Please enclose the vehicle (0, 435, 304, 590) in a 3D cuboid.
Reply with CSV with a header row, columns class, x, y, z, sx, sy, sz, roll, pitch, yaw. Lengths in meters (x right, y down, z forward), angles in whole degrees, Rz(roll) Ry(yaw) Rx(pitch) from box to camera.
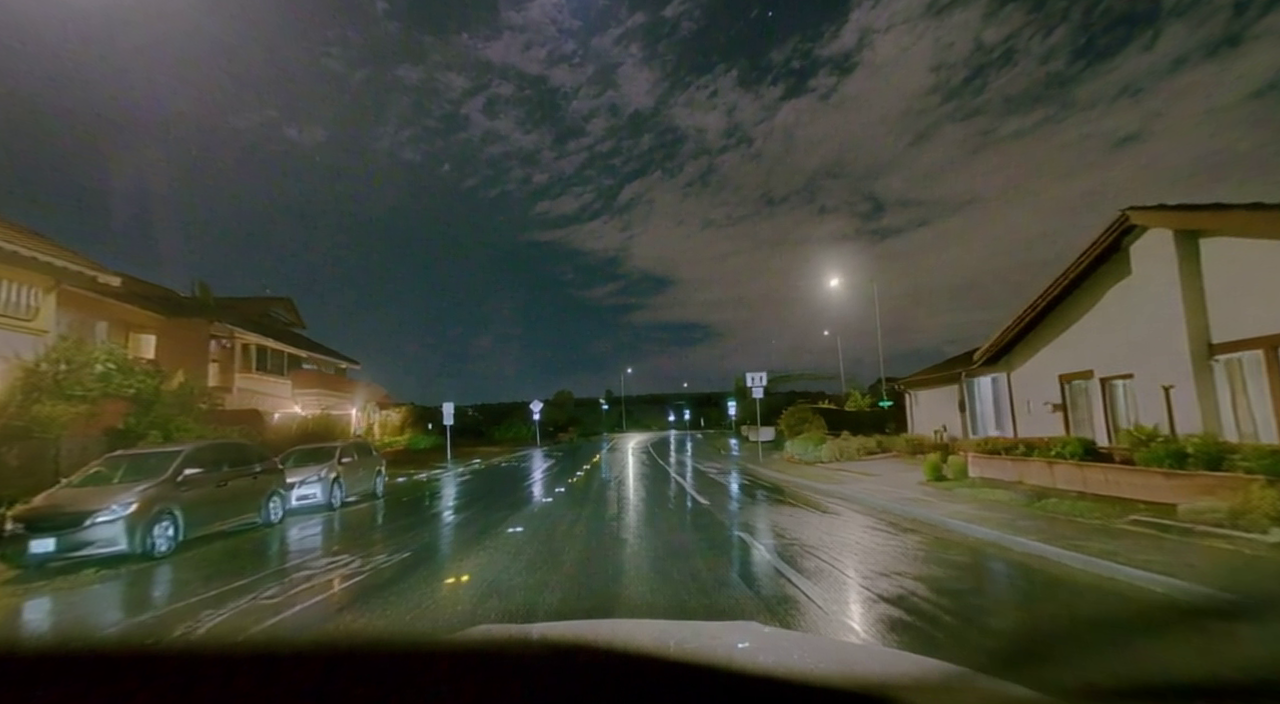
class,x,y,z,sx,sy,sz,roll,pitch,yaw
vehicle,-6.425,1.889,8.350,1.777,1.554,3.790,0,-8,1
